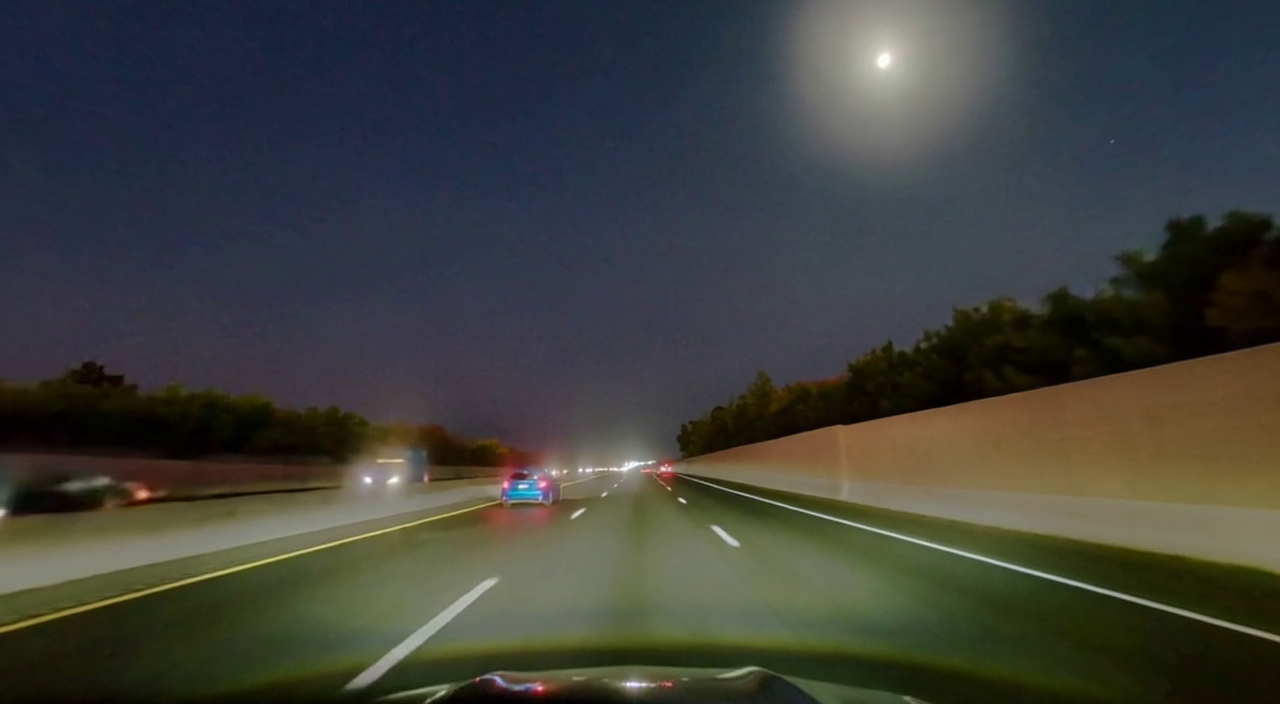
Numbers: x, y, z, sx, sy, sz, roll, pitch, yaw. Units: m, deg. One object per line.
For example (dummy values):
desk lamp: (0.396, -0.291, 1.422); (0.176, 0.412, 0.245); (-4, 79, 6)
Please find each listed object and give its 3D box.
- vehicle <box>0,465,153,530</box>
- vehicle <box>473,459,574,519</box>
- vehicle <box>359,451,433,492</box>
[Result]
vehicle: (-14.314, 3.370, 14.948); (1.848, 1.321, 4.499); (1, -10, 1)
vehicle: (-3.231, 3.939, 18.453); (2.045, 1.487, 4.582); (1, -10, 0)
vehicle: (-15.760, 7.810, 41.160); (2.499, 2.435, 5.574); (1, -10, 0)
